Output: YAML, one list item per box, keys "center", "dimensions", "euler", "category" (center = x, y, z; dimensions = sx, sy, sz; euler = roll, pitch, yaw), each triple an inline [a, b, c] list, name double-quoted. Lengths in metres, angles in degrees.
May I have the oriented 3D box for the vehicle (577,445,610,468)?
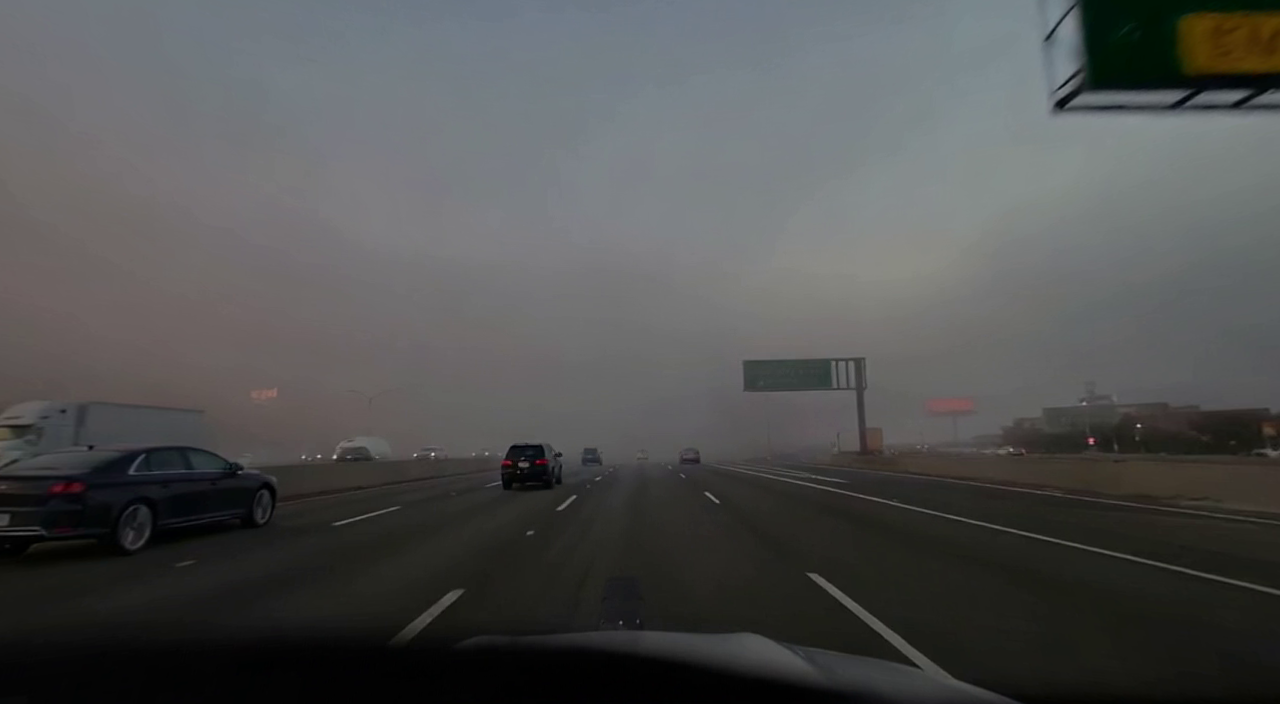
- center: [-3.244, 7.359, 44.484]
  dimensions: [1.960, 1.494, 4.123]
  euler: [0, -9, 1]
  category: "vehicle"

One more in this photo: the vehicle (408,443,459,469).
- center: [-14.991, 7.560, 46.055]
  dimensions: [1.964, 1.774, 5.052]
  euler: [0, -9, 0]
  category: "vehicle"

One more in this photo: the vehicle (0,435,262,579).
- center: [-7.270, 1.942, 8.624]
  dimensions: [1.865, 1.518, 3.620]
  euler: [0, -9, 0]
  category: "vehicle"

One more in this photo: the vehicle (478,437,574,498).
- center: [-3.218, 3.366, 18.667]
  dimensions: [2.001, 1.577, 4.055]
  euler: [0, -9, 1]
  category: "vehicle"

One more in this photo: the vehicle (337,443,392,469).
- center: [-19.804, 7.487, 45.480]
  dimensions: [1.942, 1.727, 4.424]
  euler: [0, -9, 1]
  category: "vehicle"
